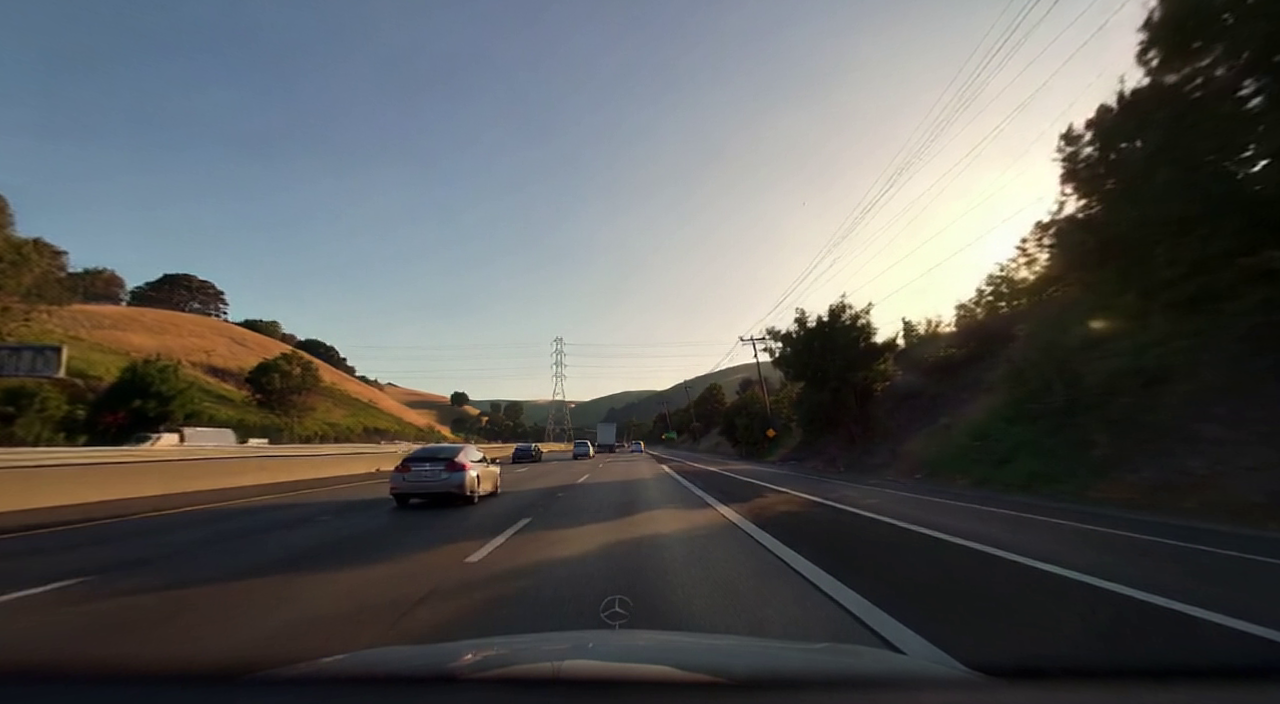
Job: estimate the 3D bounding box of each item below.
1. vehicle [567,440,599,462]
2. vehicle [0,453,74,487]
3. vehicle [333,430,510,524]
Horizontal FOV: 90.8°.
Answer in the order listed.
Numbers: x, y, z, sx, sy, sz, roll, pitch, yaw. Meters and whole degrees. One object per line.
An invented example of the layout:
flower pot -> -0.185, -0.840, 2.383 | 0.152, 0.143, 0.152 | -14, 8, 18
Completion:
vehicle -> -4.098, 7.201, 46.137 | 2.038, 1.533, 4.103 | 0, -9, -1
vehicle -> -29.753, 5.566, 30.049 | 1.916, 1.471, 3.905 | 0, -9, 1
vehicle -> -4.083, 2.409, 12.727 | 1.963, 1.533, 4.477 | 0, -9, 0
